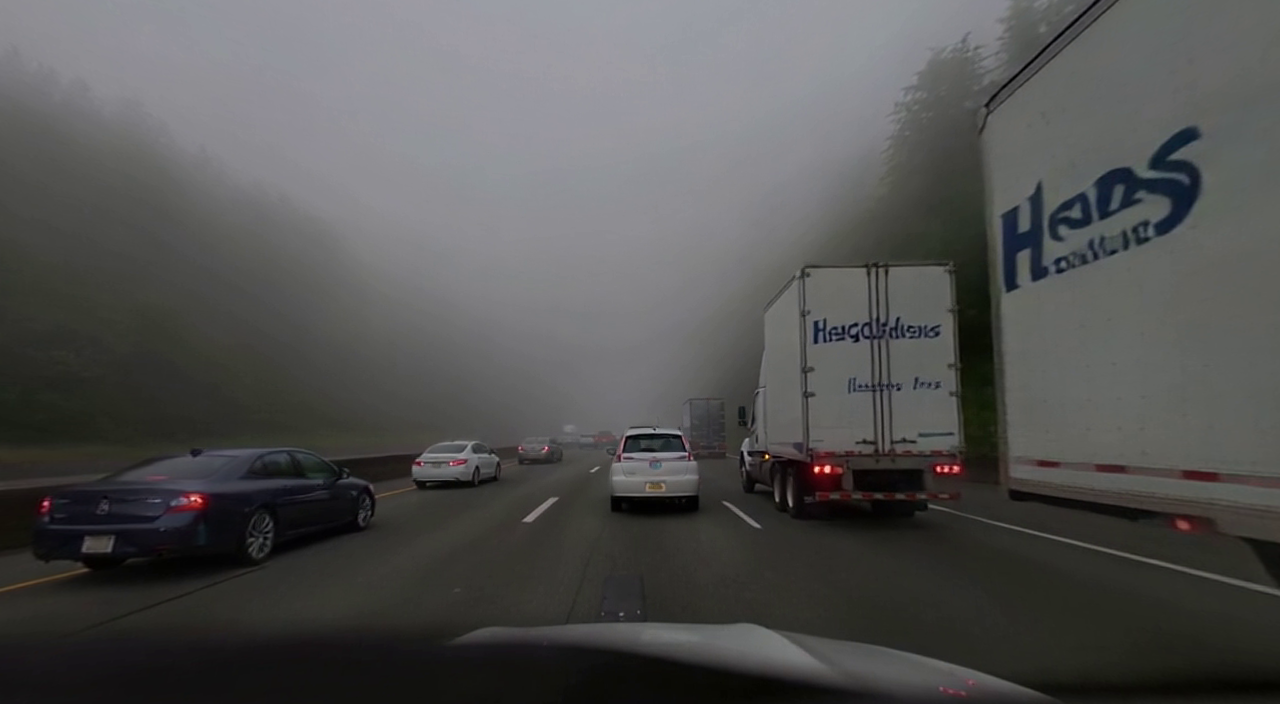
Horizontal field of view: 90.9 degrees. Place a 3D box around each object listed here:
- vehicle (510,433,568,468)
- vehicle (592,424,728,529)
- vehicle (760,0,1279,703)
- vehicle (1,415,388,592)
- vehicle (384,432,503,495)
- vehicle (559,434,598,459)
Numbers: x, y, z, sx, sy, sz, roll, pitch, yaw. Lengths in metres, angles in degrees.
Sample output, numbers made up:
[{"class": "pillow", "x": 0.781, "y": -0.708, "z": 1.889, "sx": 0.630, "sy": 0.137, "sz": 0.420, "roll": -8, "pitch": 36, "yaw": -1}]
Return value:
[{"class": "vehicle", "x": -4.624, "y": 4.545, "z": 29.394, "sx": 1.887, "sy": 1.493, "sz": 4.411, "roll": 0, "pitch": -8, "yaw": 1}, {"class": "vehicle", "x": 0.284, "y": 2.044, "z": 10.973, "sx": 1.973, "sy": 1.505, "sz": 3.568, "roll": 0, "pitch": -8, "yaw": 0}, {"class": "vehicle", "x": 3.974, "y": 0.100, "z": 5.828, "sx": 2.817, "sy": 3.989, "sz": 14.321, "roll": 0, "pitch": -8, "yaw": -1}, {"class": "vehicle", "x": -4.607, "y": 1.564, "z": 7.355, "sx": 1.821, "sy": 1.514, "sz": 3.677, "roll": 0, "pitch": -8, "yaw": -1}, {"class": "vehicle", "x": -5.072, "y": 2.898, "z": 16.875, "sx": 1.880, "sy": 1.458, "sz": 3.978, "roll": 0, "pitch": -8, "yaw": 0}, {"class": "vehicle", "x": -3.956, "y": 6.142, "z": 41.192, "sx": 2.005, "sy": 1.475, "sz": 4.466, "roll": 0, "pitch": -8, "yaw": 1}]
